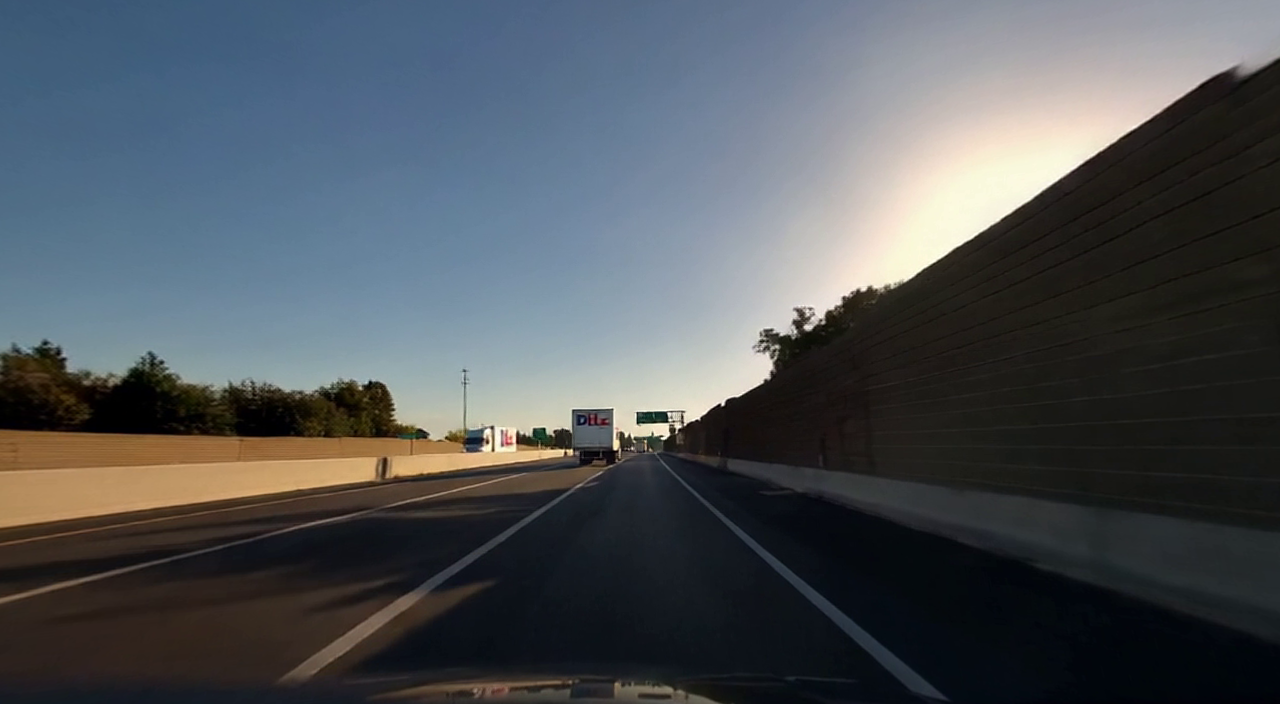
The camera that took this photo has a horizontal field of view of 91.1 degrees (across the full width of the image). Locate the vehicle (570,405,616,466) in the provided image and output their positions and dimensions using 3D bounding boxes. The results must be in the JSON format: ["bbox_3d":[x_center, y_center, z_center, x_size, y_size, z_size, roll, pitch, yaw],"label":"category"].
[{"bbox_3d":[-3.420,6.408,48.033,2.796,4.184,8.554,0,-8,1],"label":"vehicle"}]
